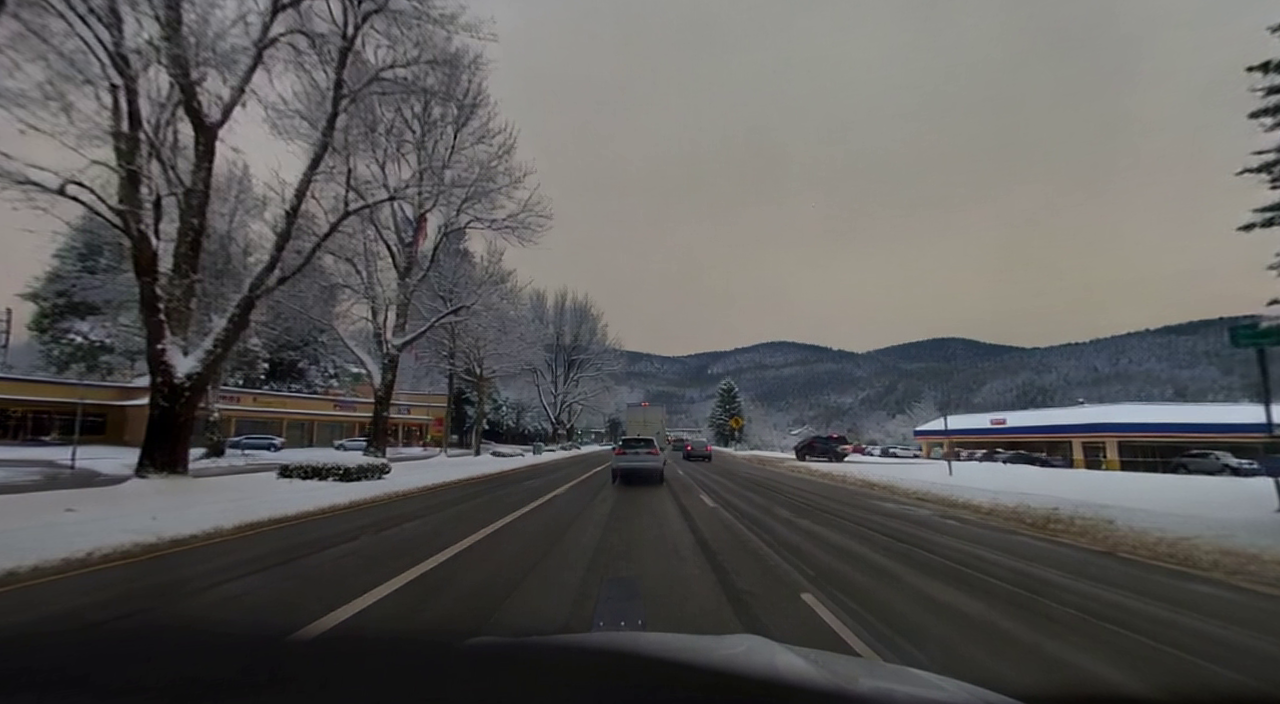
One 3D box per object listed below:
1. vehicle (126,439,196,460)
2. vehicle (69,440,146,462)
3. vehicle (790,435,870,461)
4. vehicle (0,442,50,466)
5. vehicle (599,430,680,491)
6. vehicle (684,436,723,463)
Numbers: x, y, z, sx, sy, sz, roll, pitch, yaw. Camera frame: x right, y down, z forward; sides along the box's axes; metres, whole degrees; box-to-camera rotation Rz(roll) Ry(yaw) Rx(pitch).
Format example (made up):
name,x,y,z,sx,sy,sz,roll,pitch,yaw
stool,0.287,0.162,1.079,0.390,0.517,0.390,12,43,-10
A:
name,x,y,z,sx,sy,sz,roll,pitch,yaw
vehicle,-35.717,7.302,46.895,3.714,1.510,1.917,4,-9,-23
vehicle,-36.698,6.849,43.370,3.640,1.447,1.788,4,-9,-26
vehicle,13.091,6.629,43.546,4.887,1.734,2.014,0,-8,2
vehicle,-37.143,5.949,36.713,3.325,1.360,1.590,3,-9,-21
vehicle,-0.011,3.248,19.105,2.193,1.651,3.946,0,-8,0
vehicle,4.119,6.413,41.326,2.088,1.655,4.360,0,-8,0
